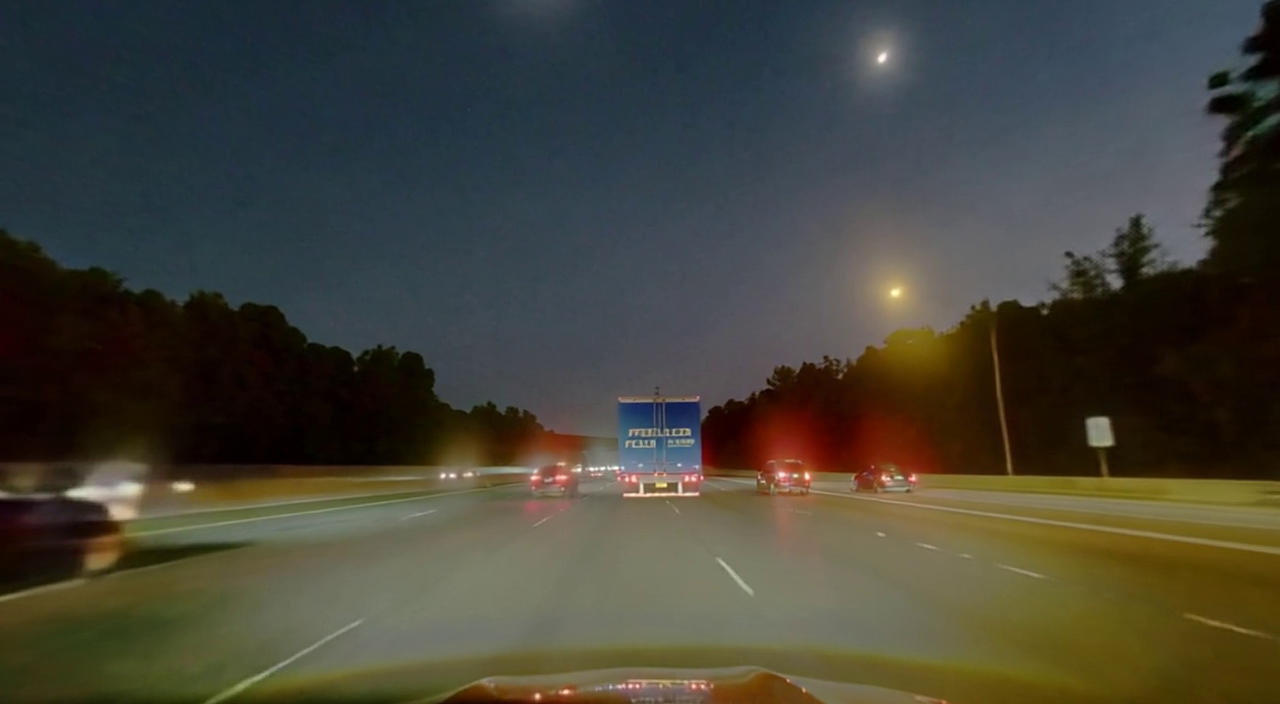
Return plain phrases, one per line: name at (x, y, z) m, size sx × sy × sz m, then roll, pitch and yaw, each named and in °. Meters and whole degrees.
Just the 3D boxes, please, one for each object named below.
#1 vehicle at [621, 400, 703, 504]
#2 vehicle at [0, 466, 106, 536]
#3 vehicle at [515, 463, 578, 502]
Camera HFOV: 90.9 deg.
vehicle at (0.695, 4.584, 28.235) m, size 2.980 × 3.834 × 9.423 m, roll 1°, pitch -10°, yaw -2°
vehicle at (-16.230, 3.662, 15.628) m, size 1.949 × 1.627 × 4.472 m, roll 1°, pitch -10°, yaw 0°
vehicle at (-4.001, 5.713, 27.777) m, size 1.978 × 1.516 × 4.617 m, roll 1°, pitch -10°, yaw 1°
